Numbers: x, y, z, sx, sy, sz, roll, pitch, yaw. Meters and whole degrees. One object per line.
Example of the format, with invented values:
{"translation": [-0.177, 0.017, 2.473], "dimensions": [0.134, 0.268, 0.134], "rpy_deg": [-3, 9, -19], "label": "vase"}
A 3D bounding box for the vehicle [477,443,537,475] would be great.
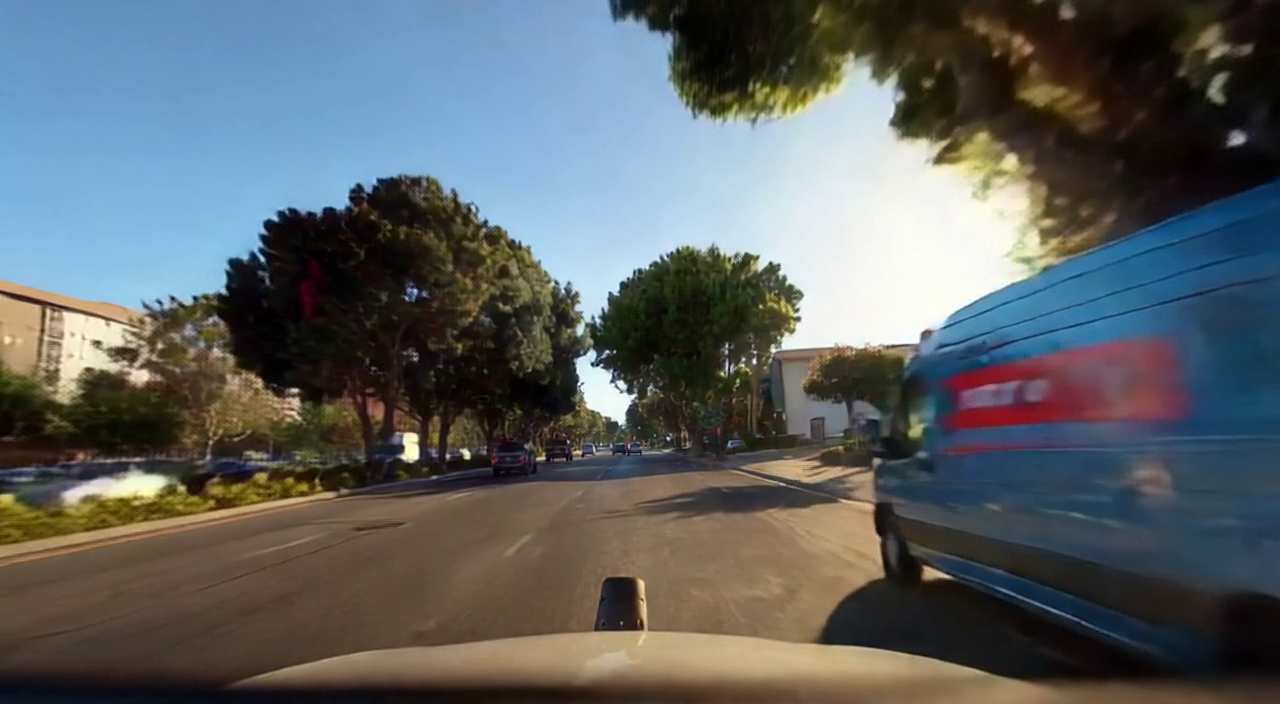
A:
{"translation": [-6.477, 5.262, 31.253], "dimensions": [1.970, 1.456, 4.441], "rpy_deg": [0, -9, 1], "label": "vehicle"}

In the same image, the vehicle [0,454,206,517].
{"translation": [-14.661, 3.571, 17.469], "dimensions": [2.031, 1.466, 4.592], "rpy_deg": [0, -9, 0], "label": "vehicle"}

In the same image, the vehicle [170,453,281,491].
{"translation": [-17.754, 5.124, 27.333], "dimensions": [1.849, 1.457, 4.308], "rpy_deg": [0, -9, 0], "label": "vehicle"}

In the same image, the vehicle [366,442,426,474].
{"translation": [-14.760, 6.432, 38.485], "dimensions": [1.947, 1.784, 4.175], "rpy_deg": [0, -9, 0], "label": "vehicle"}

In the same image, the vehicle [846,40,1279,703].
{"translation": [3.649, 0.480, 3.490], "dimensions": [2.821, 2.768, 5.972], "rpy_deg": [0, -9, -2], "label": "vehicle"}
